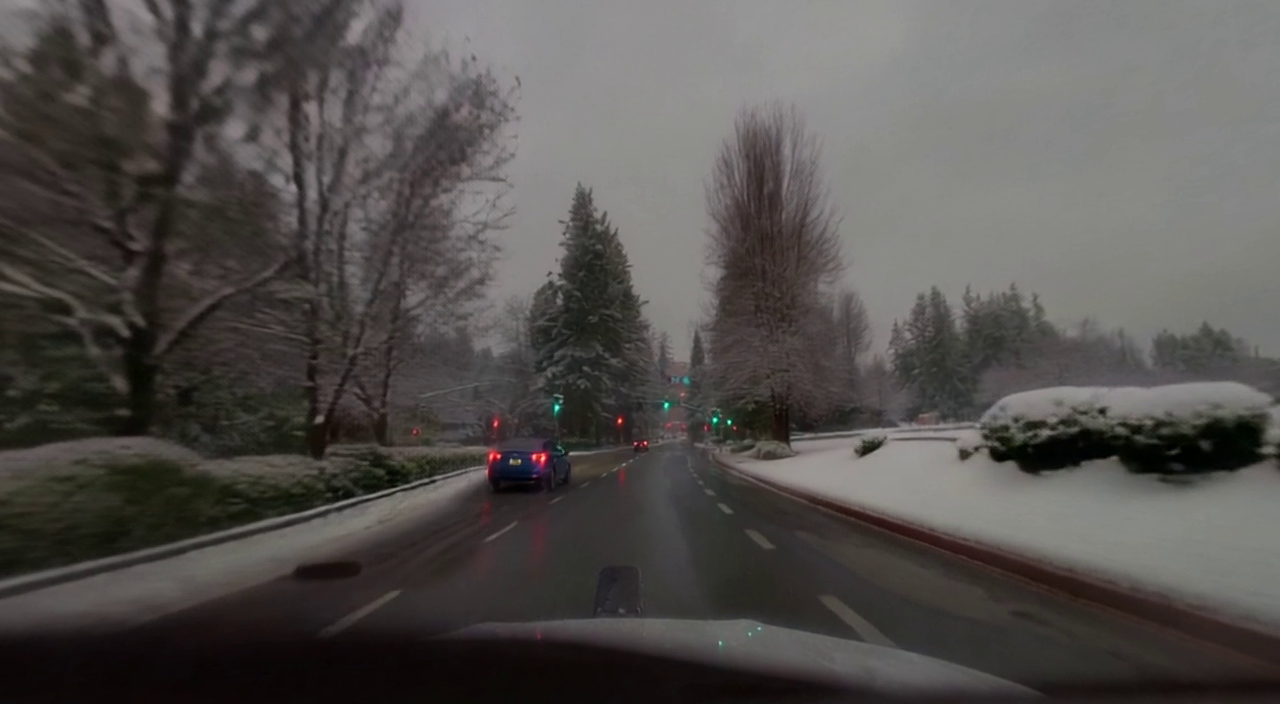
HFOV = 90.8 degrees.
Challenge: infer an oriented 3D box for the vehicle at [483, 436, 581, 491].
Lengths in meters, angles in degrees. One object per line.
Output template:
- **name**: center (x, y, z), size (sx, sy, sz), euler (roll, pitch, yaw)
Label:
- **vehicle**: center (-3.205, 3.437, 19.779), size (2.038, 1.486, 4.678), euler (-1, -9, 3)
